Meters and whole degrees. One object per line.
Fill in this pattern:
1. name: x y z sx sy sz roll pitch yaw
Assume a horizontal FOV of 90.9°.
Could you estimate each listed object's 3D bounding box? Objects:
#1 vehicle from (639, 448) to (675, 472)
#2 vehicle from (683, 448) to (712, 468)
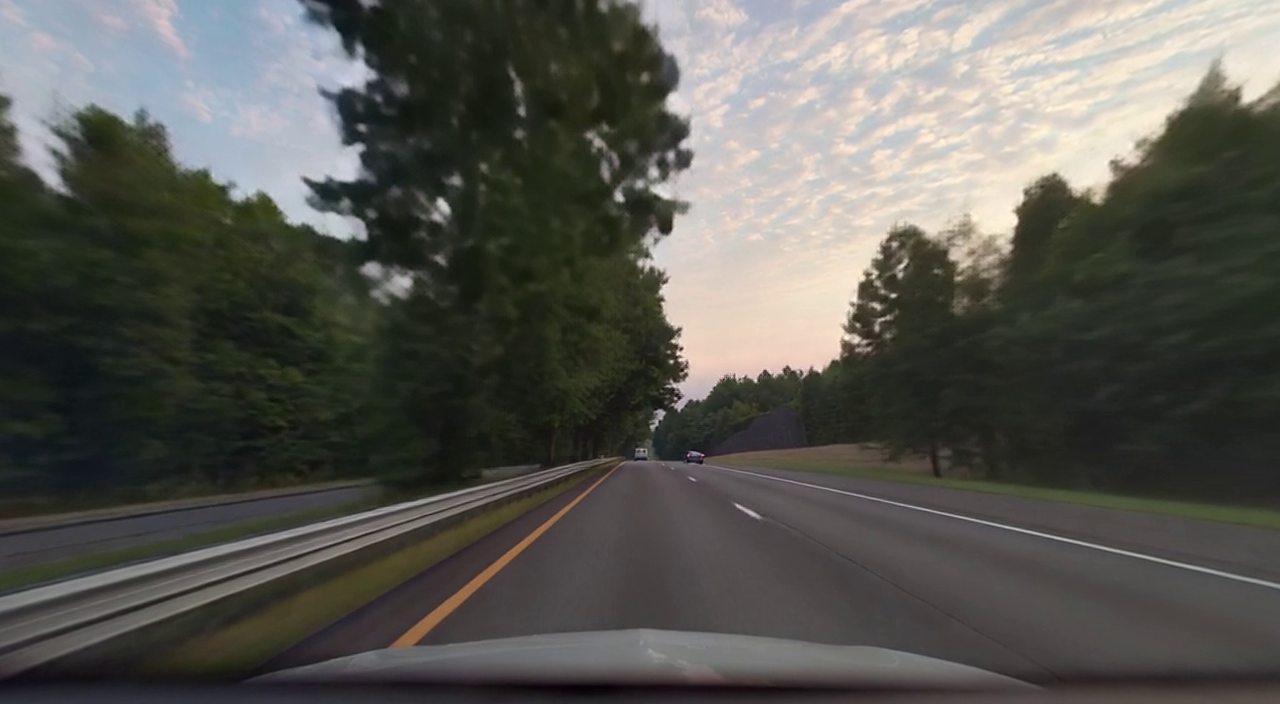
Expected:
1. vehicle: 1.076 7.010 41.026 2.162 1.492 3.975 0 -9 -1
2. vehicle: 4.437 8.264 49.100 1.846 1.485 3.679 0 -9 -1
